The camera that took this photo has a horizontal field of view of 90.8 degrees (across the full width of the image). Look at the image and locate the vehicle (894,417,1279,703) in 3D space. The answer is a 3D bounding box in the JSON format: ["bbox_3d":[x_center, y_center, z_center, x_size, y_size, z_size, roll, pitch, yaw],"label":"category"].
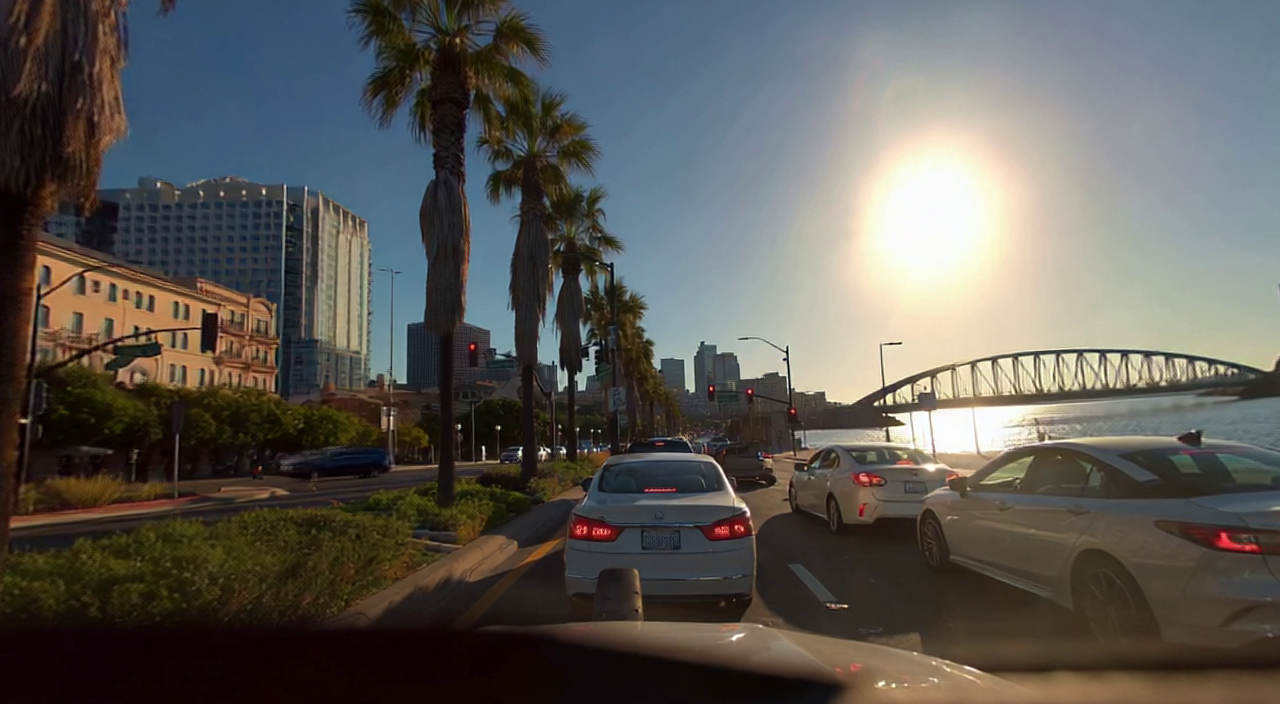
[{"bbox_3d":[3.911,1.364,5.084,1.913,1.469,4.425,0,-9,0],"label":"vehicle"}]

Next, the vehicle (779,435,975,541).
[{"bbox_3d":[3.885,2.287,11.308,1.920,1.490,4.417,-1,-9,2],"label":"vehicle"}]

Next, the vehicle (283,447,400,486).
[{"bbox_3d":[-13.472,5.143,28.853,2.022,1.604,4.495,-4,-9,24],"label":"vehicle"}]

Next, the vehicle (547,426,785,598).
[{"bbox_3d":[0.255,1.703,7.497,2.093,1.503,3.681,0,-9,1],"label":"vehicle"}]
